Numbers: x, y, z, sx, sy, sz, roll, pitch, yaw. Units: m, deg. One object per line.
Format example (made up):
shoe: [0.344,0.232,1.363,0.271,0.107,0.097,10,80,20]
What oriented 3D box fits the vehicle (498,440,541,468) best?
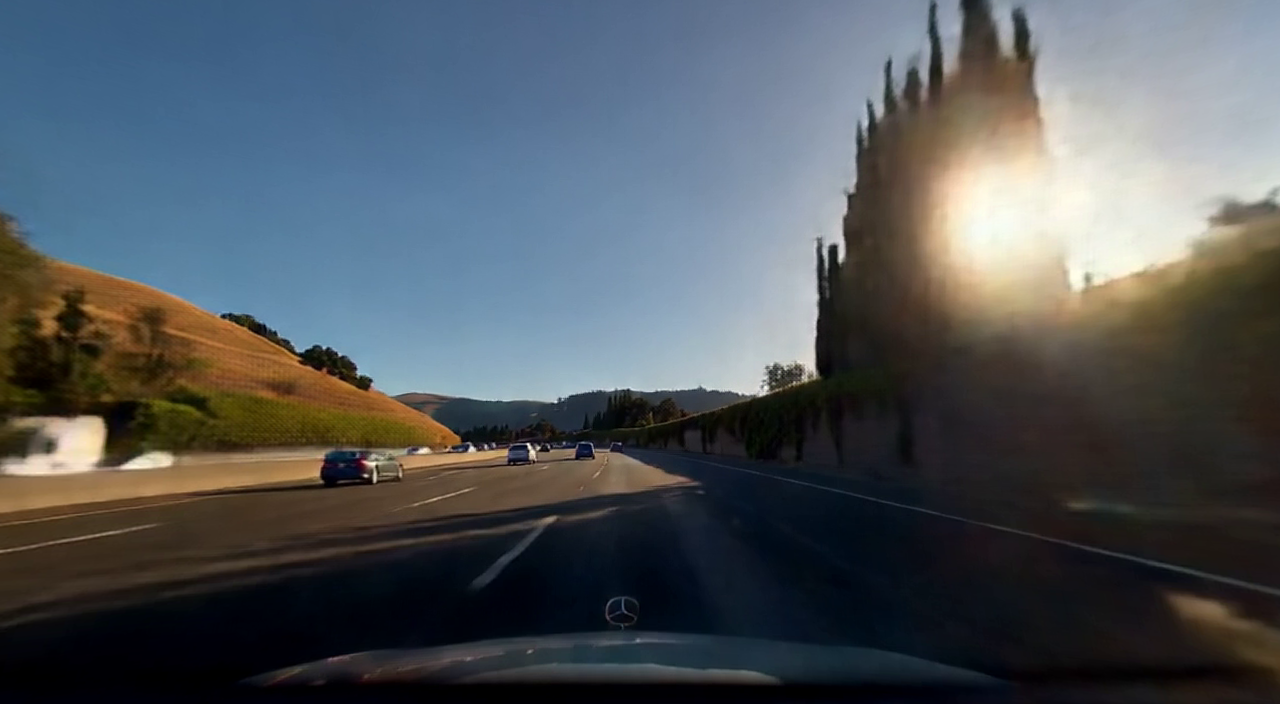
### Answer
vehicle: [-7.990,6.829,42.383,2.074,1.768,4.805,0,-9,-1]

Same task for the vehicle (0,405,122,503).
vehicle: [-17.817,2.780,17.226,2.308,2.505,5.849,0,-9,0]

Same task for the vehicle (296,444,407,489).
vehicle: [-10.564,4.206,23.570,1.949,1.475,4.740,0,-9,-1]
